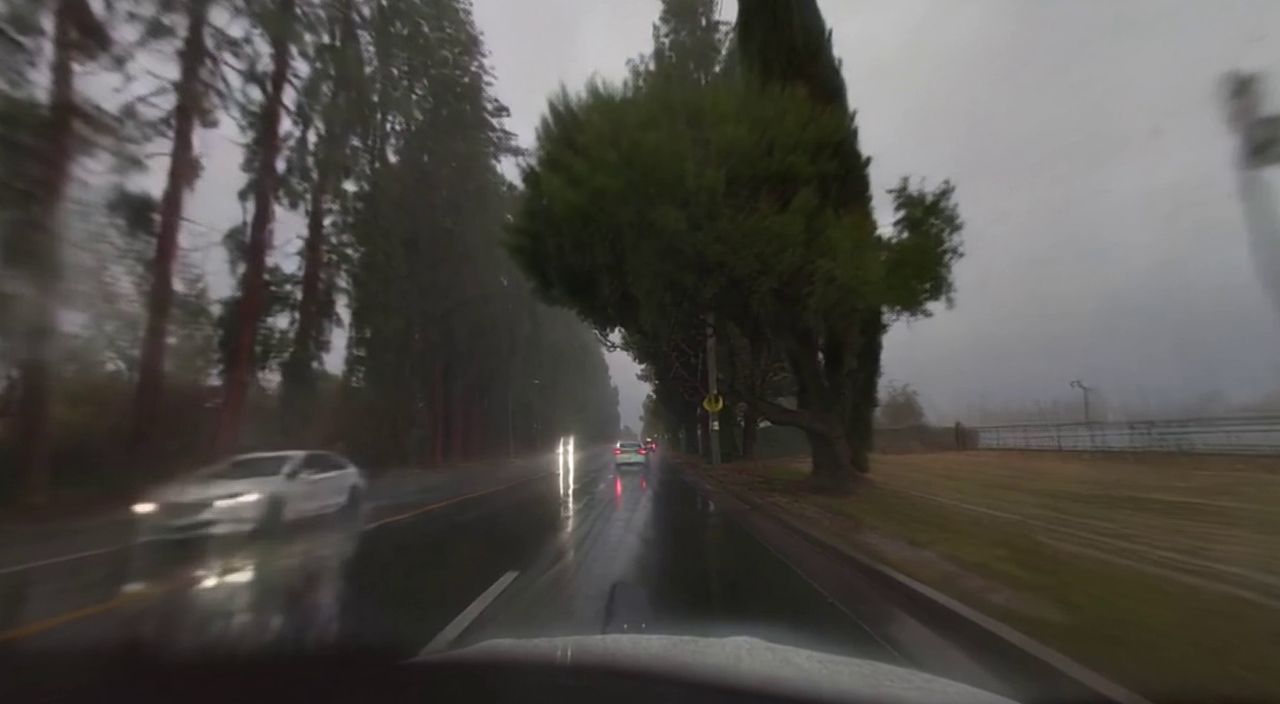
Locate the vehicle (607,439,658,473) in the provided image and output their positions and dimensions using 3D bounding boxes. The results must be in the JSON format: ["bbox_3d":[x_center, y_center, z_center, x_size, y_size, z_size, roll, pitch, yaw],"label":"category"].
[{"bbox_3d":[-0.291,4.861,29.662,2.153,1.461,4.374,-1,-8,2],"label":"vehicle"}]

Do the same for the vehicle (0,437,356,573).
[{"bbox_3d":[-6.511,2.132,9.702,2.142,1.436,4.612,-4,-8,0],"label":"vehicle"}]
